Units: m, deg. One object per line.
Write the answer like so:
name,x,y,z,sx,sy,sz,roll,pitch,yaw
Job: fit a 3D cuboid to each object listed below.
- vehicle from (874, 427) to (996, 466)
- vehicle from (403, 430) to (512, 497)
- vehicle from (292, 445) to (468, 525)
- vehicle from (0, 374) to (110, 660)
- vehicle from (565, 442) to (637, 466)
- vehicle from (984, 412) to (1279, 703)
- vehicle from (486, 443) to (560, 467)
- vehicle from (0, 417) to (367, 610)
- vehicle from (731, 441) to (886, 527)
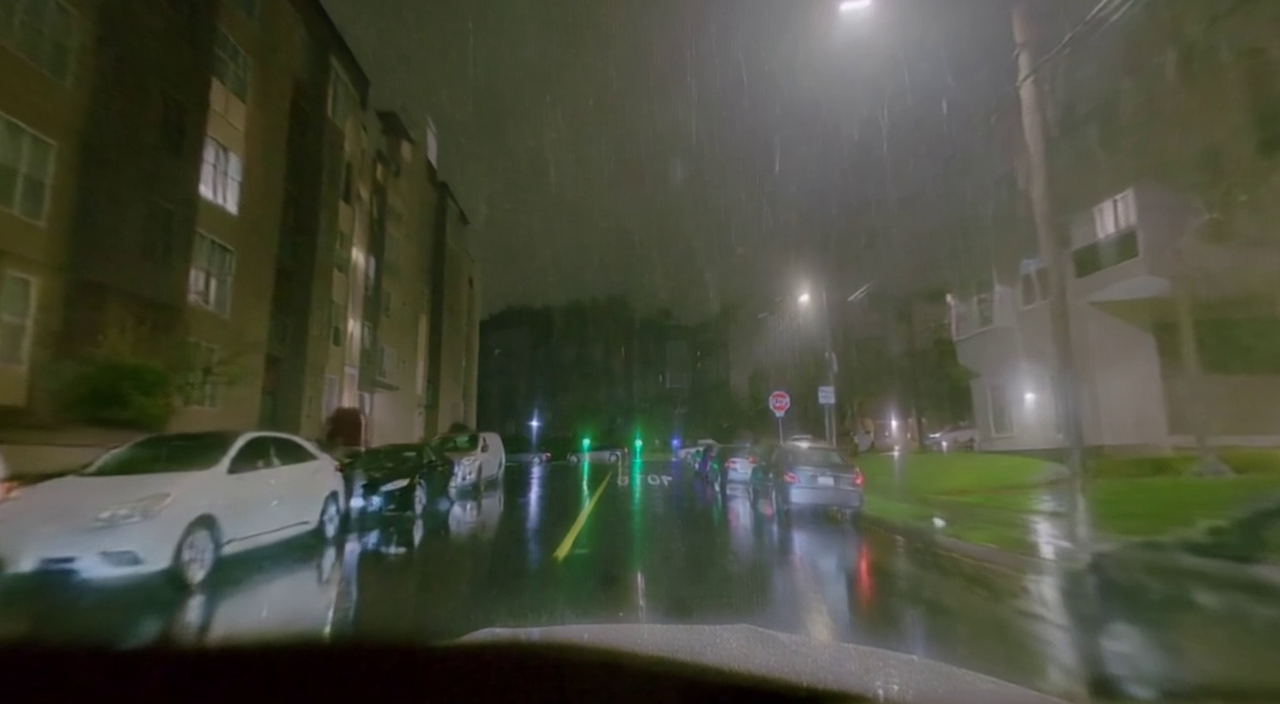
vehicle,14.943,4.820,32.192,5.190,1.855,2.100,1,-8,-5
vehicle,-5.825,3.640,21.128,2.208,1.903,6.040,1,-8,-4
vehicle,-5.589,2.877,14.368,2.129,1.505,4.510,0,-8,-1
vehicle,-5.468,0.914,2.852,2.216,1.953,4.553,0,-8,-2
vehicle,-2.453,6.502,40.347,4.489,1.470,1.776,1,-9,-3
vehicle,3.368,0.900,1.843,2.008,1.479,4.622,0,-8,-2
vehicle,-7.346,6.544,40.049,4.423,1.449,1.813,1,-9,-5
vehicle,-5.582,1.842,8.231,2.075,1.774,4.596,0,-8,-2
vehicle,3.280,2.652,13.330,1.919,1.490,4.339,0,-9,-2
